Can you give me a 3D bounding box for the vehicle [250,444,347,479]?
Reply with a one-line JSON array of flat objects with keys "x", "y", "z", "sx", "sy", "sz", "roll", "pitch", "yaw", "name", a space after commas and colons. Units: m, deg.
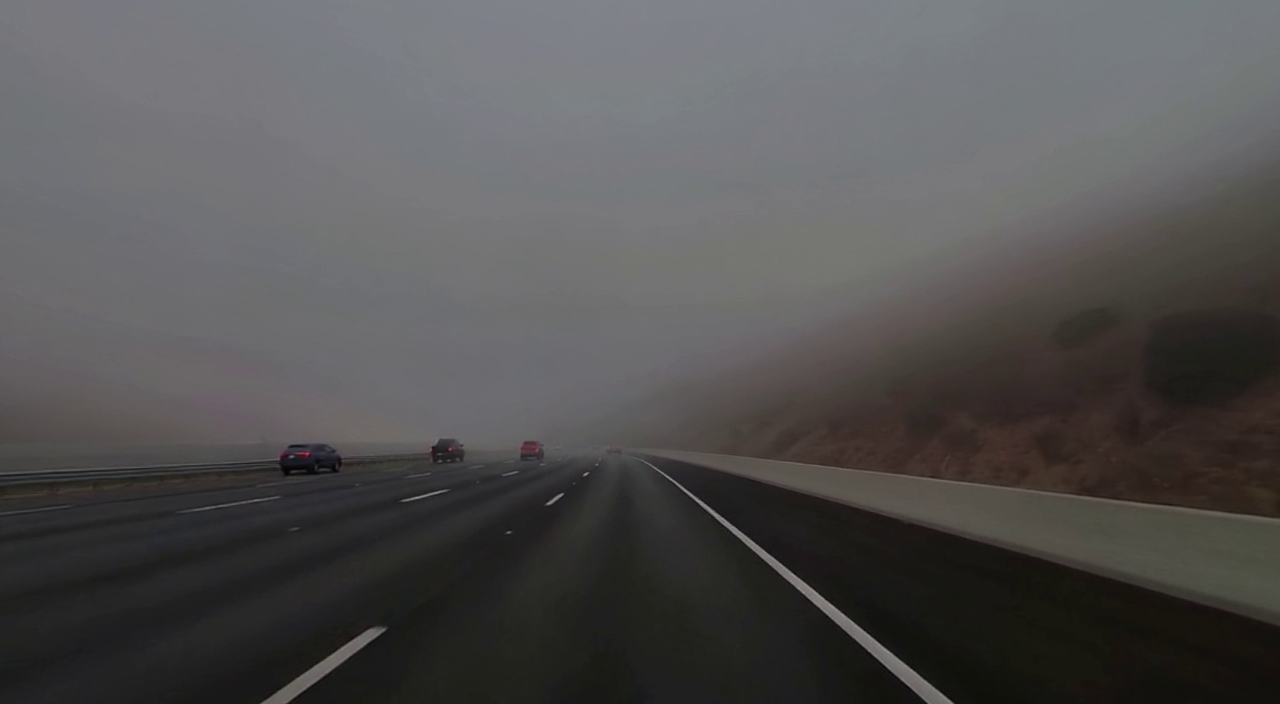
[{"x": -15.523, "y": 4.980, "z": 29.038, "sx": 1.955, "sy": 1.429, "sz": 4.575, "roll": 0, "pitch": -8, "yaw": -1, "name": "vehicle"}]
